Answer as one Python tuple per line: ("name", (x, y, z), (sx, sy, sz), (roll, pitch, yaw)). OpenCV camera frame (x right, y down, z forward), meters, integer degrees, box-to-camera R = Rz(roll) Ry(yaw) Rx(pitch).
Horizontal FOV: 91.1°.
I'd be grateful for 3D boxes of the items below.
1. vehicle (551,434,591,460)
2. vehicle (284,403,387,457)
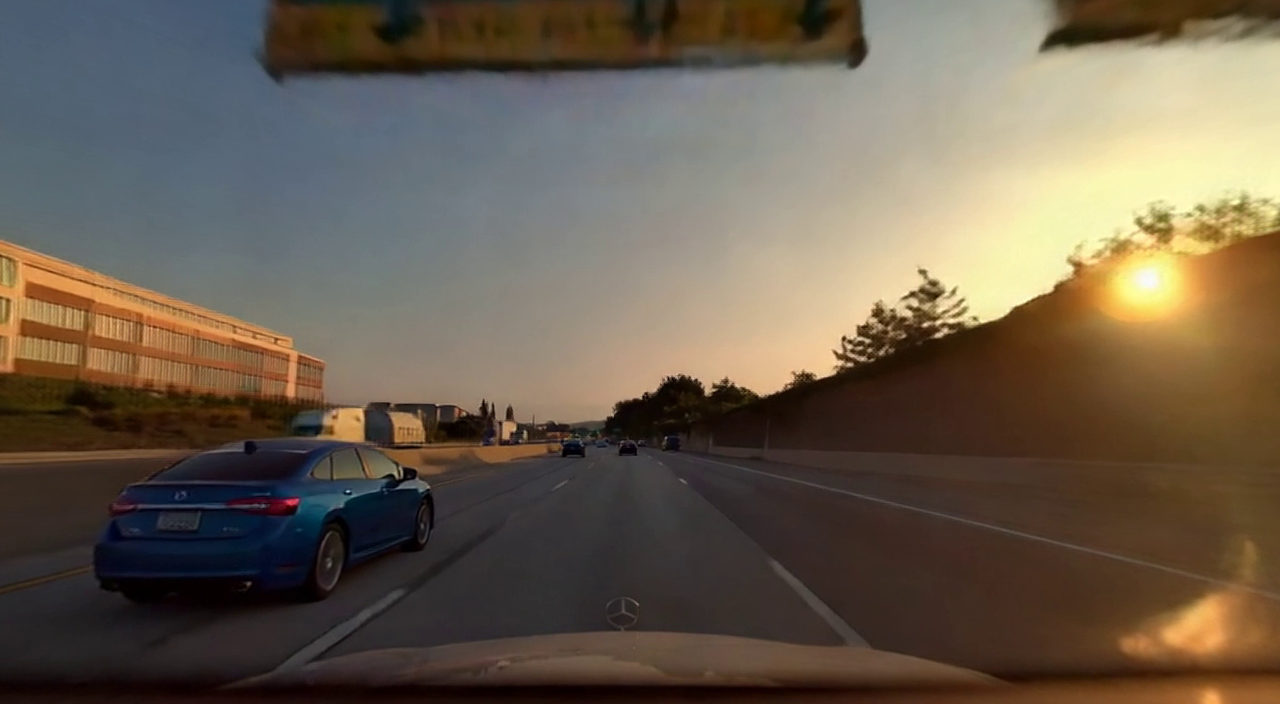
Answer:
("vehicle", (-4.508, 6.326, 41.922), (2.271, 1.626, 4.463), (0, -8, -1))
("vehicle", (-21.280, 5.620, 44.640), (2.876, 3.453, 9.040), (0, -8, -1))
